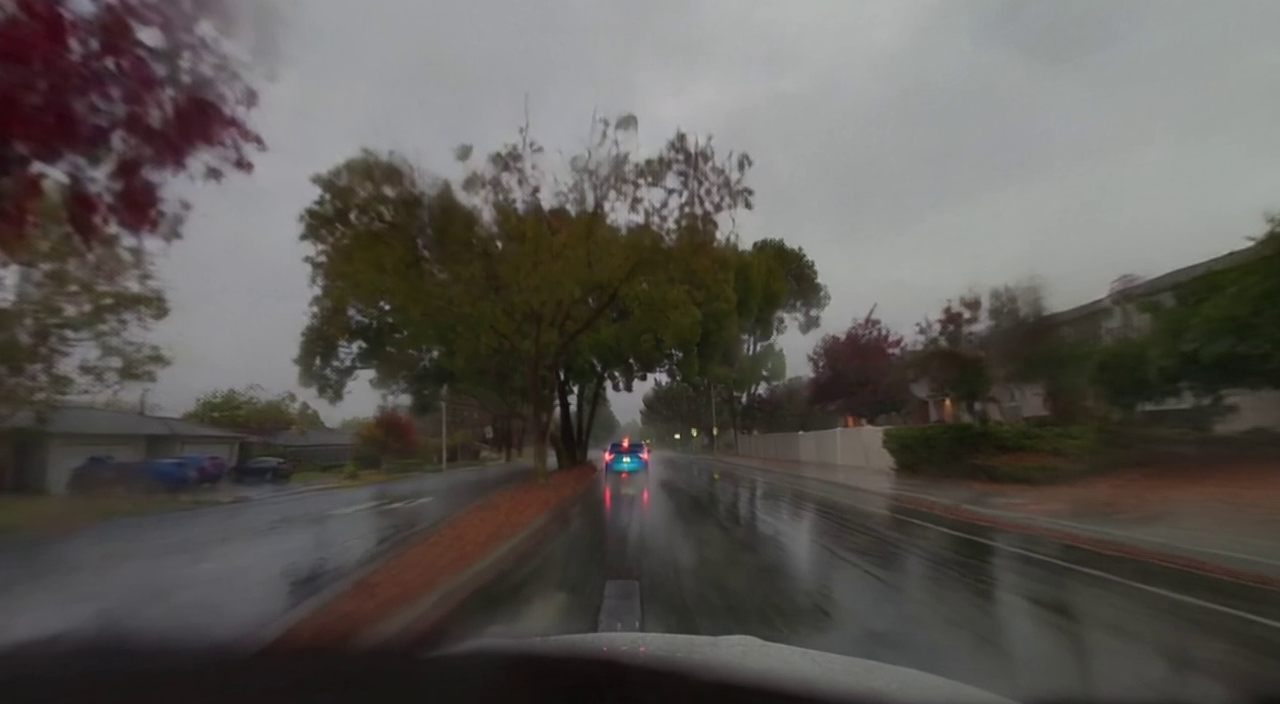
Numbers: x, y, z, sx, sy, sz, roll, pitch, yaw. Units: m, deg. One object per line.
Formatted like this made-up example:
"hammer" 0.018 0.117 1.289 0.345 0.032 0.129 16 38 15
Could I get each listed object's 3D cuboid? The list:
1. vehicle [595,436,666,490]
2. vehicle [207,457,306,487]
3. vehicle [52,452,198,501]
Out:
"vehicle" -0.279 3.738 21.629 2.181 1.639 4.127 0 -9 0
"vehicle" -21.655 6.779 35.795 4.366 1.526 1.921 0 -9 0
"vehicle" -21.633 5.222 26.669 4.470 1.917 1.932 -1 -9 3
